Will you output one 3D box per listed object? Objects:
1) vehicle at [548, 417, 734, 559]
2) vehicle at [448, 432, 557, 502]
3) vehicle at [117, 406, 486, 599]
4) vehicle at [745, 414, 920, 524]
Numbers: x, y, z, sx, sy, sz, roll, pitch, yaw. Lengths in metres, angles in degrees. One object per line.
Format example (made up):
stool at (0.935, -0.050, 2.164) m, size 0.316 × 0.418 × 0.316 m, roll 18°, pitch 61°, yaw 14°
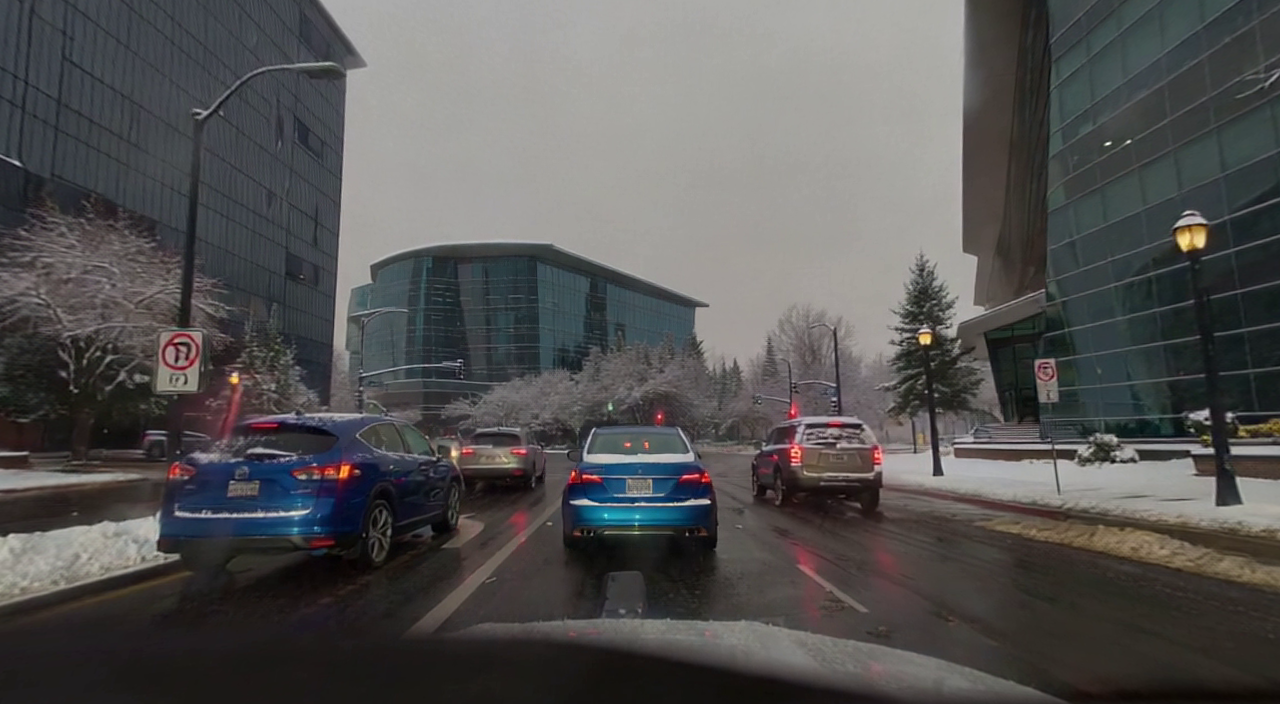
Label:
vehicle at (-0.026, 1.917, 9.639) m, size 2.207 × 1.659 × 4.155 m, roll 0°, pitch -8°, yaw -1°
vehicle at (-3.644, 3.125, 17.609) m, size 2.068 × 1.678 × 4.199 m, roll 0°, pitch -8°, yaw 0°
vehicle at (-3.540, 1.654, 7.847) m, size 2.083 × 1.691 × 4.398 m, roll 0°, pitch -8°, yaw 1°
vehicle at (3.618, 2.307, 12.960) m, size 2.026 × 1.819 × 4.579 m, roll 0°, pitch -8°, yaw -1°
